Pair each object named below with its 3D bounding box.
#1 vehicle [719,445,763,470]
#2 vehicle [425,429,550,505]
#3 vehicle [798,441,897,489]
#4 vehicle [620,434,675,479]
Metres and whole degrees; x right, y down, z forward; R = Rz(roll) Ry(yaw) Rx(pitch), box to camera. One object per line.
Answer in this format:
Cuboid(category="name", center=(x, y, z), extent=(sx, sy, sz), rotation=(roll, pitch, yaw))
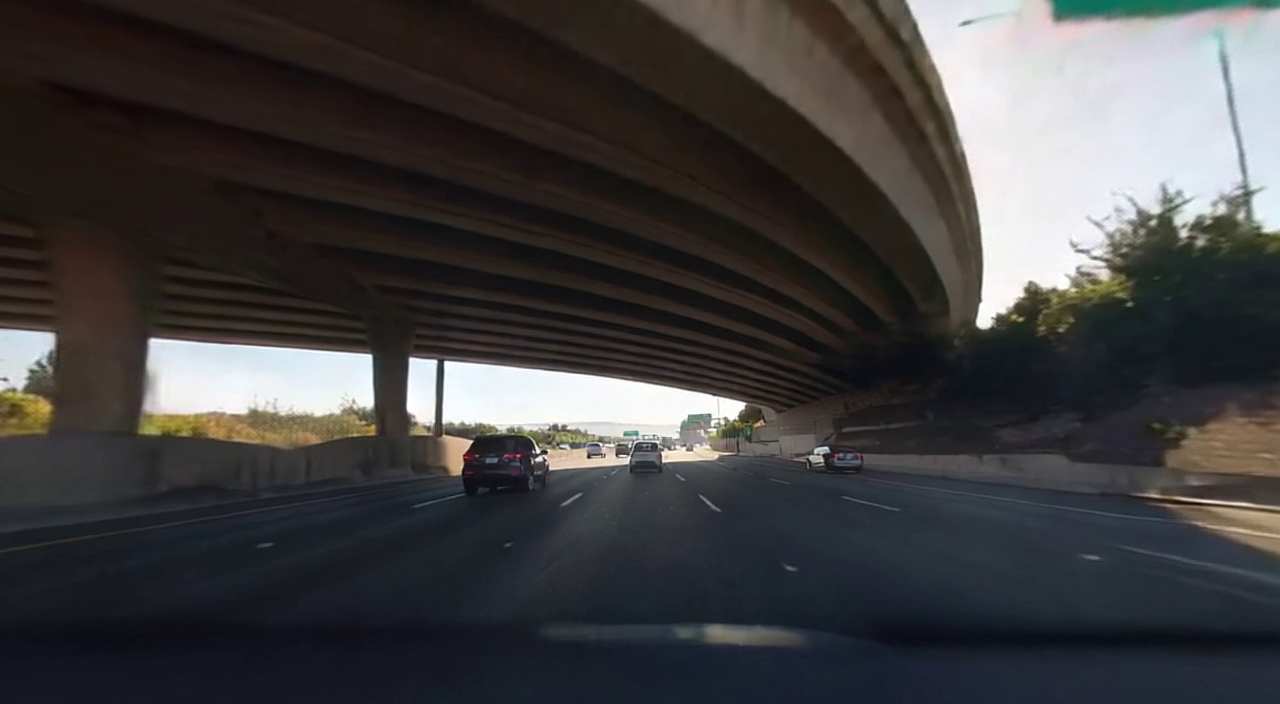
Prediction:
Cuboid(category="vehicle", center=(6.208, 6.509, 39.137), extent=(2.005, 1.456, 4.287), rotation=(0, -9, -1))
Cuboid(category="vehicle", center=(-3.844, 3.003, 16.806), extent=(2.142, 1.759, 4.297), rotation=(0, -9, 2))
Cuboid(category="vehicle", center=(7.003, 3.854, 21.796), extent=(1.936, 1.480, 4.373), rotation=(0, -9, 0))
Cuboid(category="vehicle", center=(0.343, 4.769, 28.879), extent=(2.270, 1.862, 4.949), rotation=(0, -9, 1))
